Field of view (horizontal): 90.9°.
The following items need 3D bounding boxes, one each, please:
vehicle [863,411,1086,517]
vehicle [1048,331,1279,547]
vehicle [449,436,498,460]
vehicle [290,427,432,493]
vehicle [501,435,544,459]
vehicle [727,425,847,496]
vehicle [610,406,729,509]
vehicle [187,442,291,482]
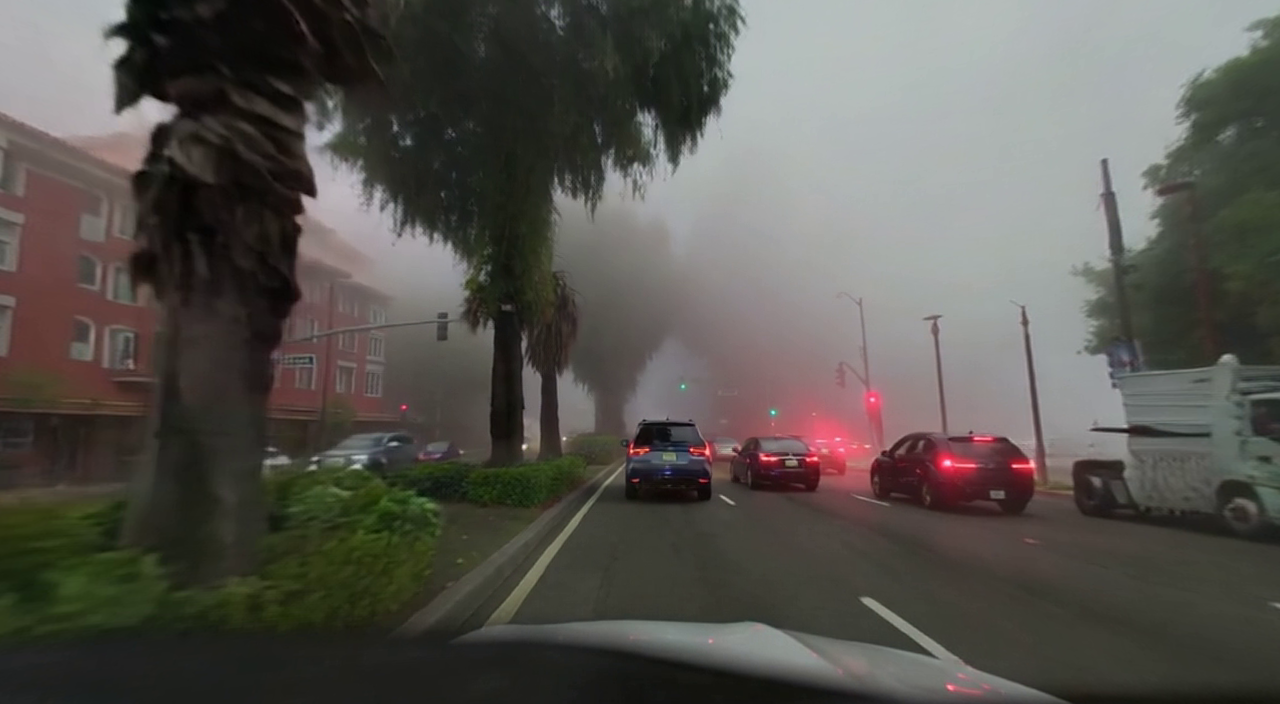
[{"bbox_3d":[7.246,2.492,14.582,2.215,1.973,5.323,0,-8,0],"label":"vehicle"},{"bbox_3d":[10.351,1.344,10.895,2.663,3.061,5.602,-2,-4,-1],"label":"vehicle"},{"bbox_3d":[-11.043,6.420,42.146,2.011,1.520,3.902,-1,-8,3],"label":"vehicle"},{"bbox_3d":[-8.195,3.211,19.105,2.050,1.725,4.677,-1,-8,2],"label":"vehicle"},{"bbox_3d":[-7.828,6.371,42.327,1.937,1.530,4.107,-1,-8,3],"label":"vehicle"},{"bbox_3d":[4.008,3.071,18.227,2.283,1.738,4.916,0,-8,0],"label":"vehicle"},{"bbox_3d":[0.639,2.610,16.019,2.487,2.115,5.444,0,-8,1],"label":"vehicle"},{"bbox_3d":[-18.851,5.159,29.936,1.972,1.694,4.466,-1,-8,1],"label":"vehicle"}]
